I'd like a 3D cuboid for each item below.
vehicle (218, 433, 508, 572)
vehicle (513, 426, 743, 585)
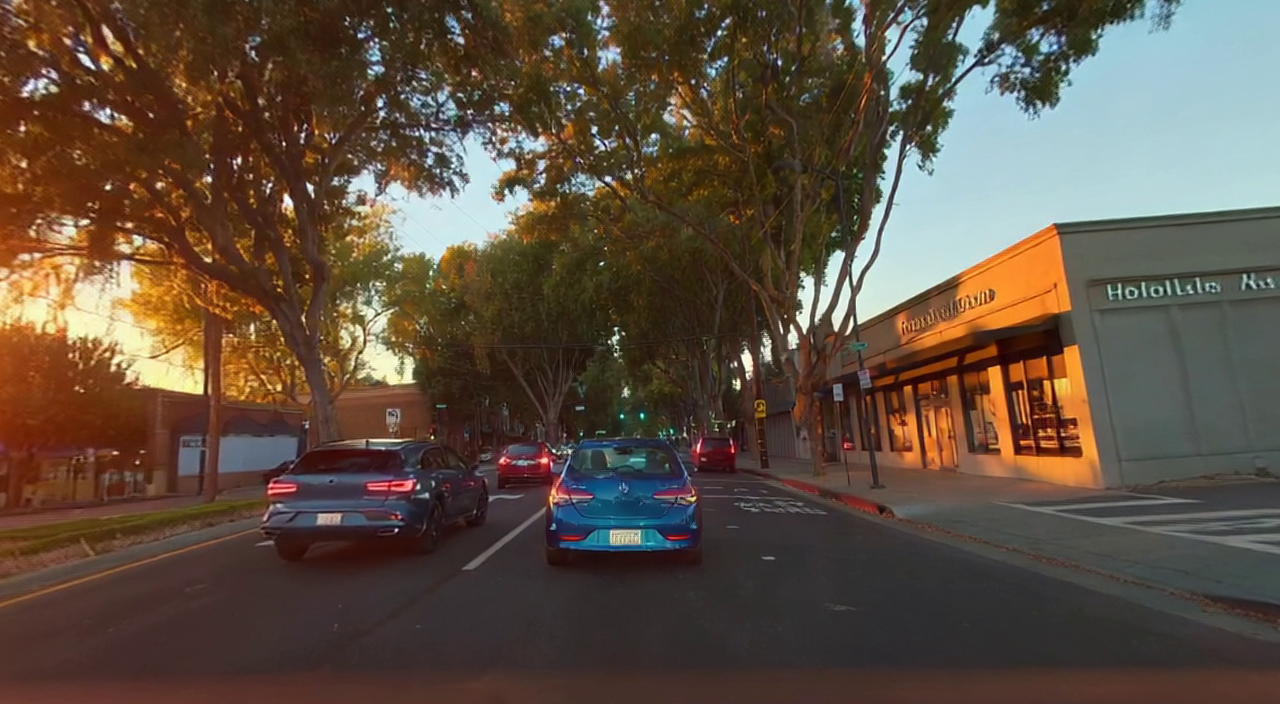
[{"bbox_3d":[-3.408,1.928,8.937,2.029,1.456,4.414,0,-9,1],"label":"vehicle"},{"bbox_3d":[-0.121,1.755,8.029,2.160,1.482,4.037,0,-9,0],"label":"vehicle"}]
